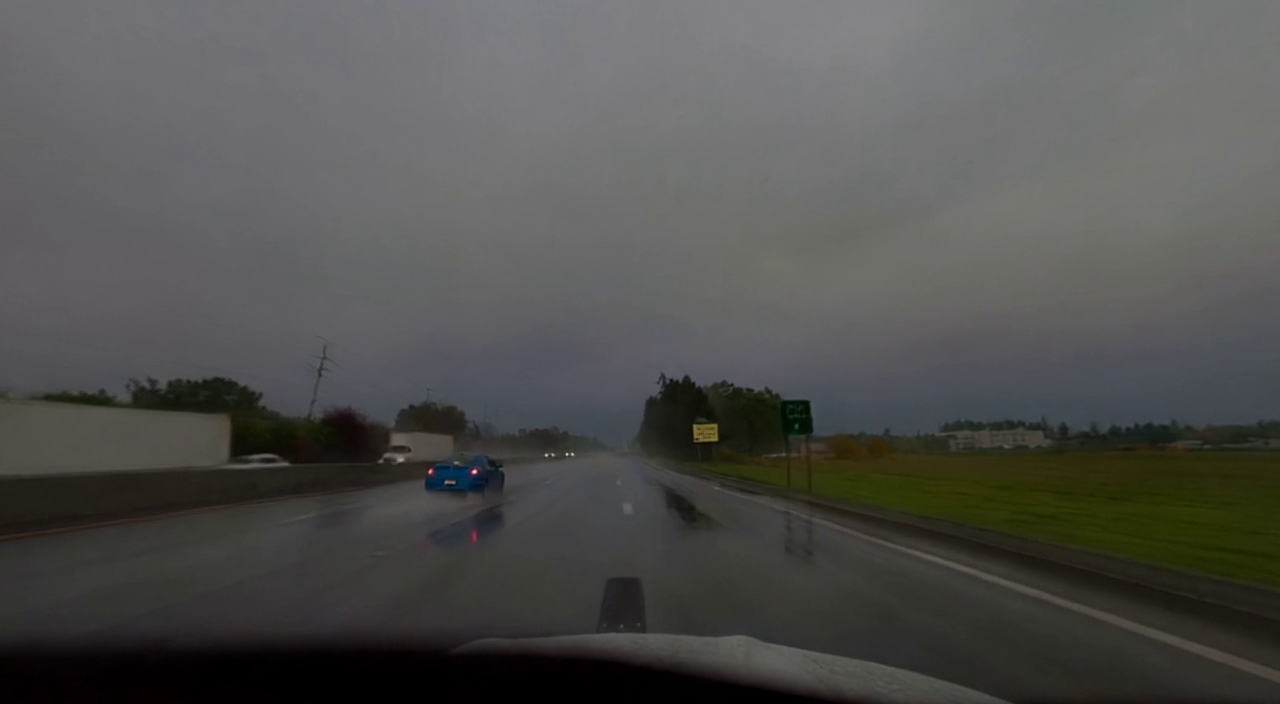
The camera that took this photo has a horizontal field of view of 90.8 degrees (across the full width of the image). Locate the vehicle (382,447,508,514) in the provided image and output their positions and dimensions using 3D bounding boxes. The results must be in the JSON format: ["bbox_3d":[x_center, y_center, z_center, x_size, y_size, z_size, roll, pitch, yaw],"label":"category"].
[{"bbox_3d":[-4.934,3.284,16.606,2.121,1.537,3.852,0,-9,-1],"label":"vehicle"}]

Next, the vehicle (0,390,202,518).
[{"bbox_3d":[-22.050,3.644,22.618,2.901,4.037,14.315,0,-9,-2],"label":"vehicle"}]

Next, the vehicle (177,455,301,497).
[{"bbox_3d":[-14.176,4.370,22.614,1.915,1.320,3.976,0,-9,-1],"label":"vehicle"}]
